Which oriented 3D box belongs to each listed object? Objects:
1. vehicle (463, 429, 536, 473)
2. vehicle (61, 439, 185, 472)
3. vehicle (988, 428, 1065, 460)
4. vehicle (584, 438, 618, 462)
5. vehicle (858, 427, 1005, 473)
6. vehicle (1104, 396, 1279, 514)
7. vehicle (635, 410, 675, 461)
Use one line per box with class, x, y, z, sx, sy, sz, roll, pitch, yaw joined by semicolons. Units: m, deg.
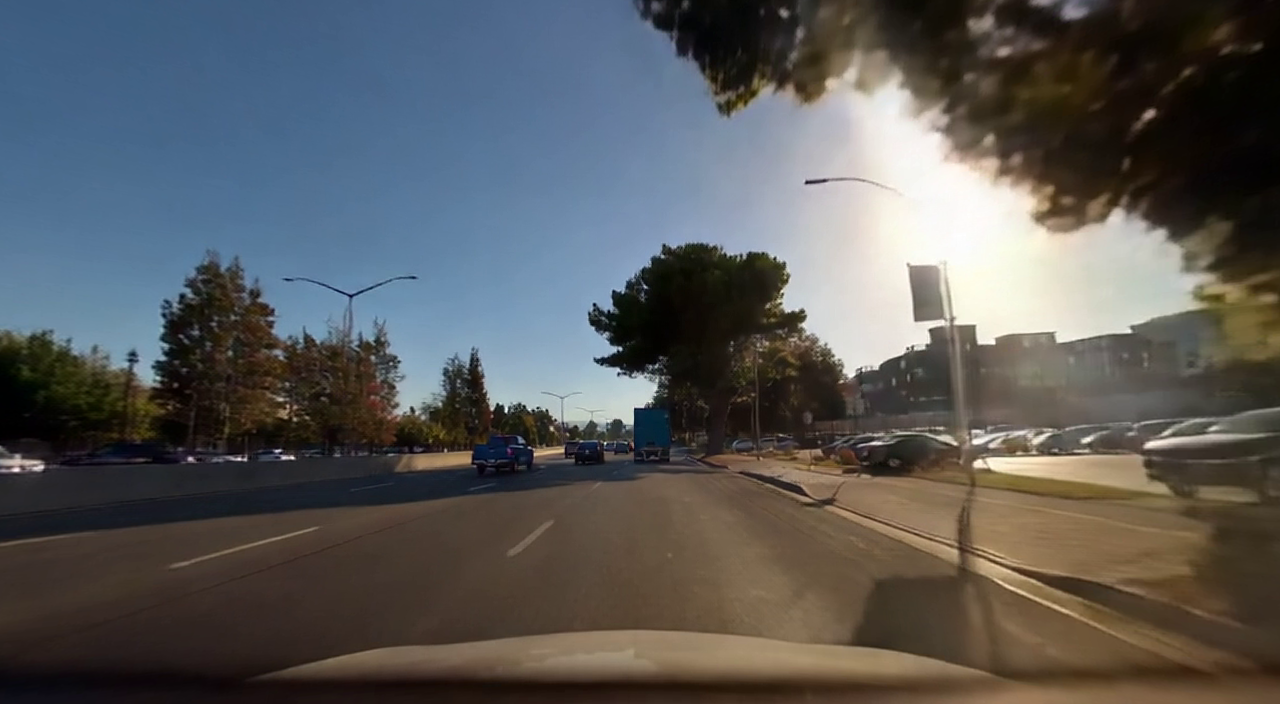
vehicle;-6.617;4.745;30.363;2.149;1.893;5.187;0;-8;2
vehicle;-34.082;6.838;41.695;6.188;2.110;2.333;0;-8;2
vehicle;23.183;5.555;37.999;1.976;1.760;4.350;0;-8;3
vehicle;-2.773;7.117;45.800;2.114;1.663;4.381;0;-8;2
vehicle;10.510;3.557;22.964;4.346;1.595;1.964;0;-8;0
vehicle;11.042;1.701;10.571;4.838;1.761;2.018;0;-8;1
vehicle;1.096;6.639;49.864;2.905;3.644;8.441;0;-8;0
